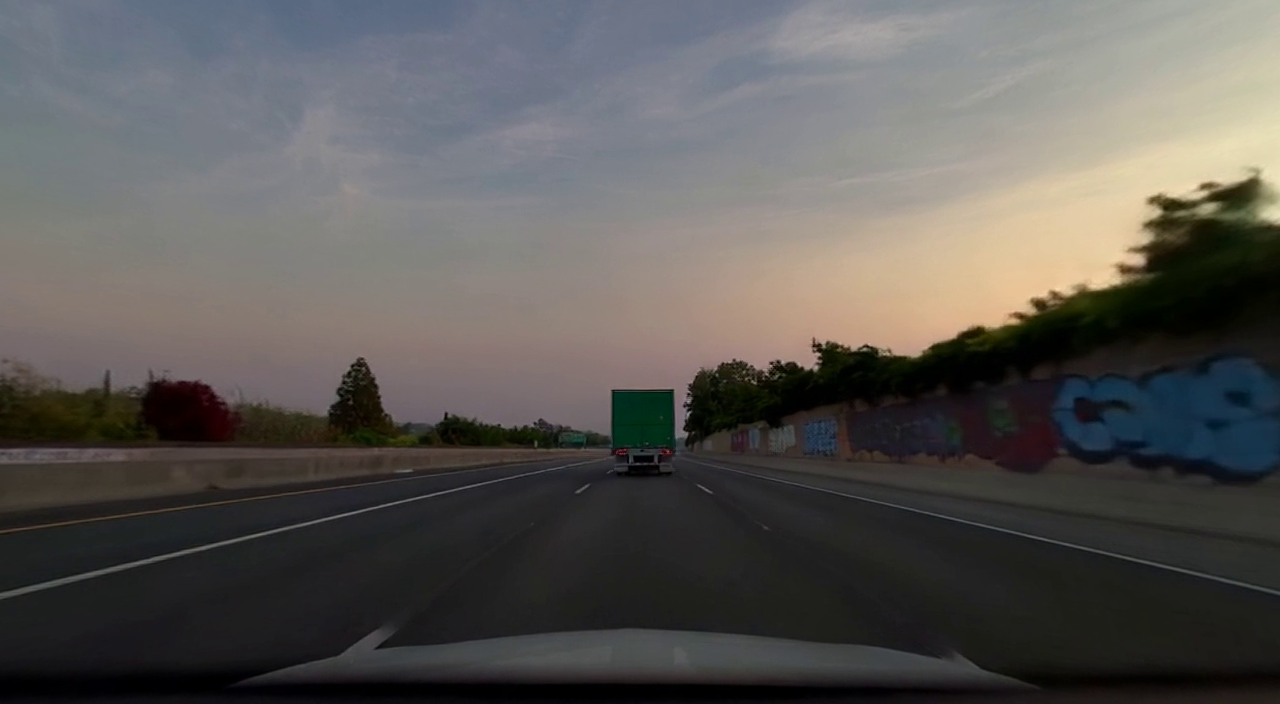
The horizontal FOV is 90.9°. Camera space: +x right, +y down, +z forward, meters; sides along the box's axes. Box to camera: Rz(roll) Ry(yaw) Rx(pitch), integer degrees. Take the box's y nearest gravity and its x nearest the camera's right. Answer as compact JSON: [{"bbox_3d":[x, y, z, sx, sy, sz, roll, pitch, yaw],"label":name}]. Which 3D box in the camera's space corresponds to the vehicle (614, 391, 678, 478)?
[{"bbox_3d":[0.158,4.526,33.681,2.900,3.955,10.151,0,-9,-1],"label":"vehicle"}]
